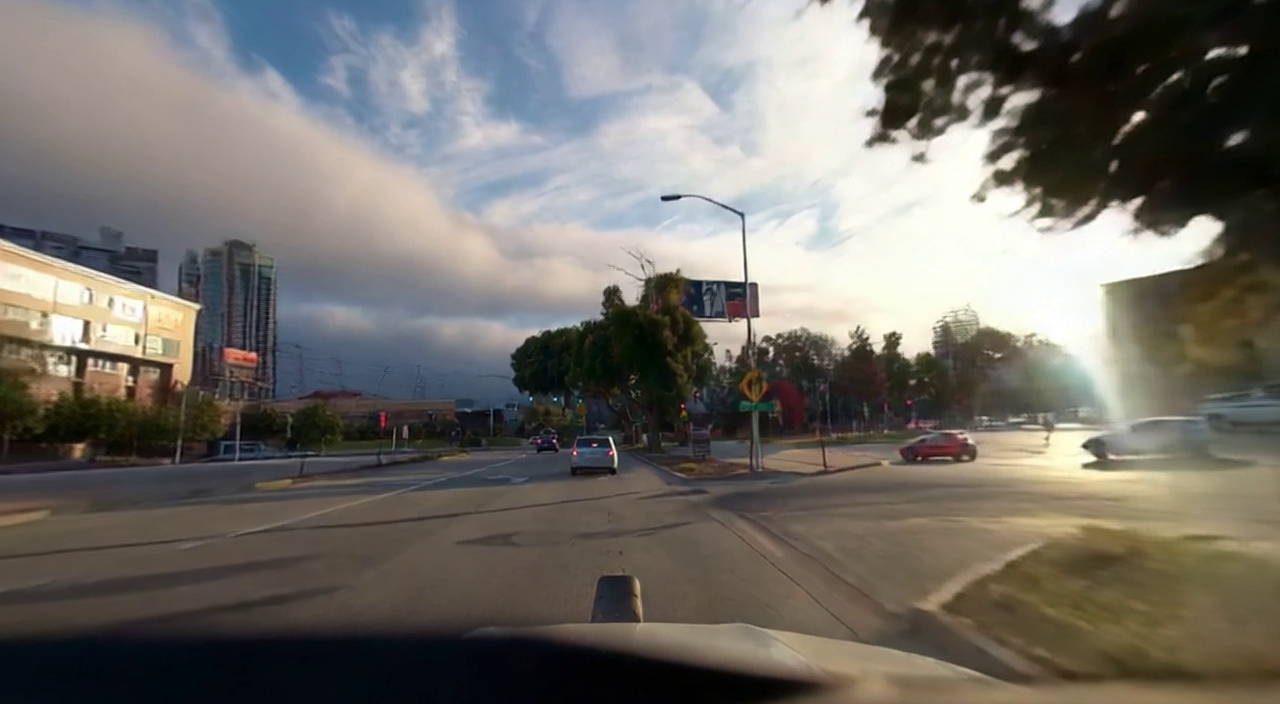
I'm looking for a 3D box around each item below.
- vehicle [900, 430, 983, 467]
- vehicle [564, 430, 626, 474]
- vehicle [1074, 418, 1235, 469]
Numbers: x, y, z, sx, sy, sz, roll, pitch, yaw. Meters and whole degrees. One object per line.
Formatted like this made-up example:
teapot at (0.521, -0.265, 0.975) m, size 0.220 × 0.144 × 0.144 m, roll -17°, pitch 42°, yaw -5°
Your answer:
vehicle at (17.827, 5.797, 37.570) m, size 1.932 × 1.762 × 4.835 m, roll 1°, pitch -13°, yaw -9°
vehicle at (-1.789, 3.924, 24.885) m, size 2.231 × 1.572 × 4.227 m, roll 1°, pitch -8°, yaw -5°
vehicle at (21.610, 3.869, 26.825) m, size 2.159 × 1.942 × 4.932 m, roll 2°, pitch -8°, yaw -11°
